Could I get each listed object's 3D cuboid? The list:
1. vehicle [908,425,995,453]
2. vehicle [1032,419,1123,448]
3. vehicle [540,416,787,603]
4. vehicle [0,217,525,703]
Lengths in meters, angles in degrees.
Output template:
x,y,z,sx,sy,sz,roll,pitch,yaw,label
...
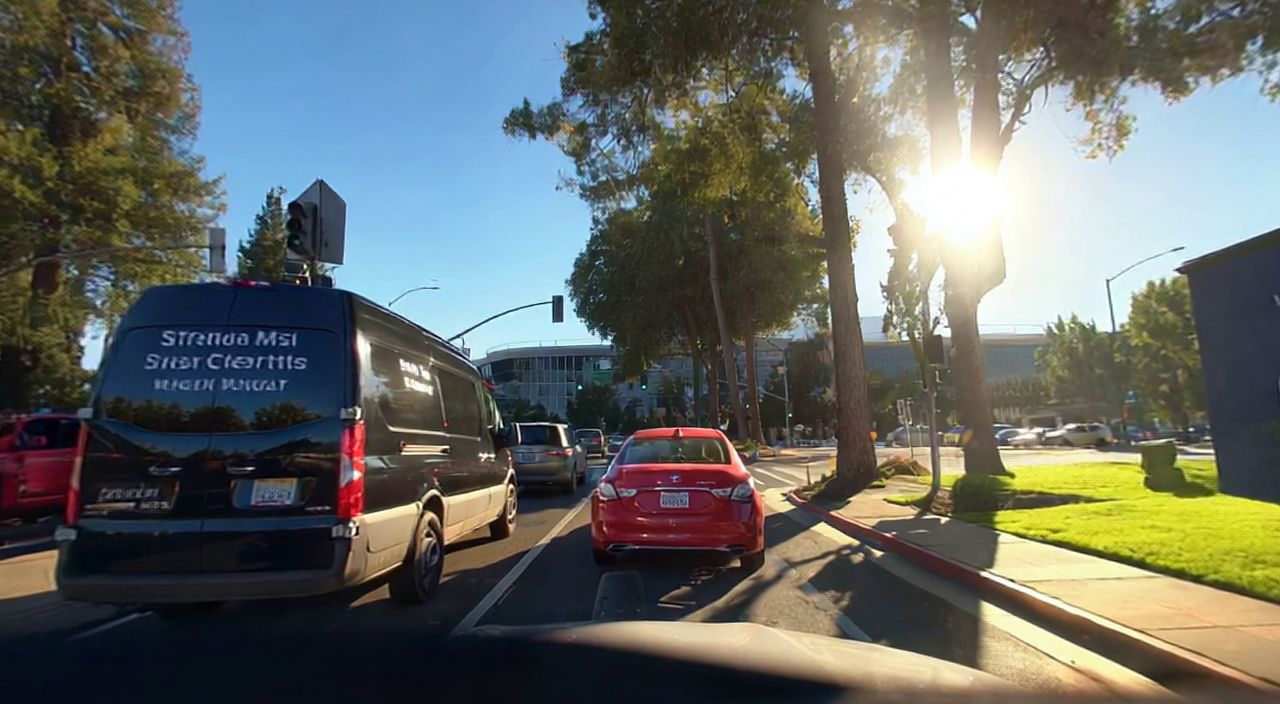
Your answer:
x,y,z,sx,sy,sz,roll,pitch,yaw,label
21.958,6.157,44.463,5.021,1.848,2.210,1,-9,-9,vehicle
32.011,6.025,46.132,5.084,2.041,2.360,1,-9,-9,vehicle
0.413,1.841,8.340,2.398,1.773,4.254,-1,-8,6,vehicle
-3.089,1.023,6.787,2.555,3.035,5.702,0,-8,0,vehicle
